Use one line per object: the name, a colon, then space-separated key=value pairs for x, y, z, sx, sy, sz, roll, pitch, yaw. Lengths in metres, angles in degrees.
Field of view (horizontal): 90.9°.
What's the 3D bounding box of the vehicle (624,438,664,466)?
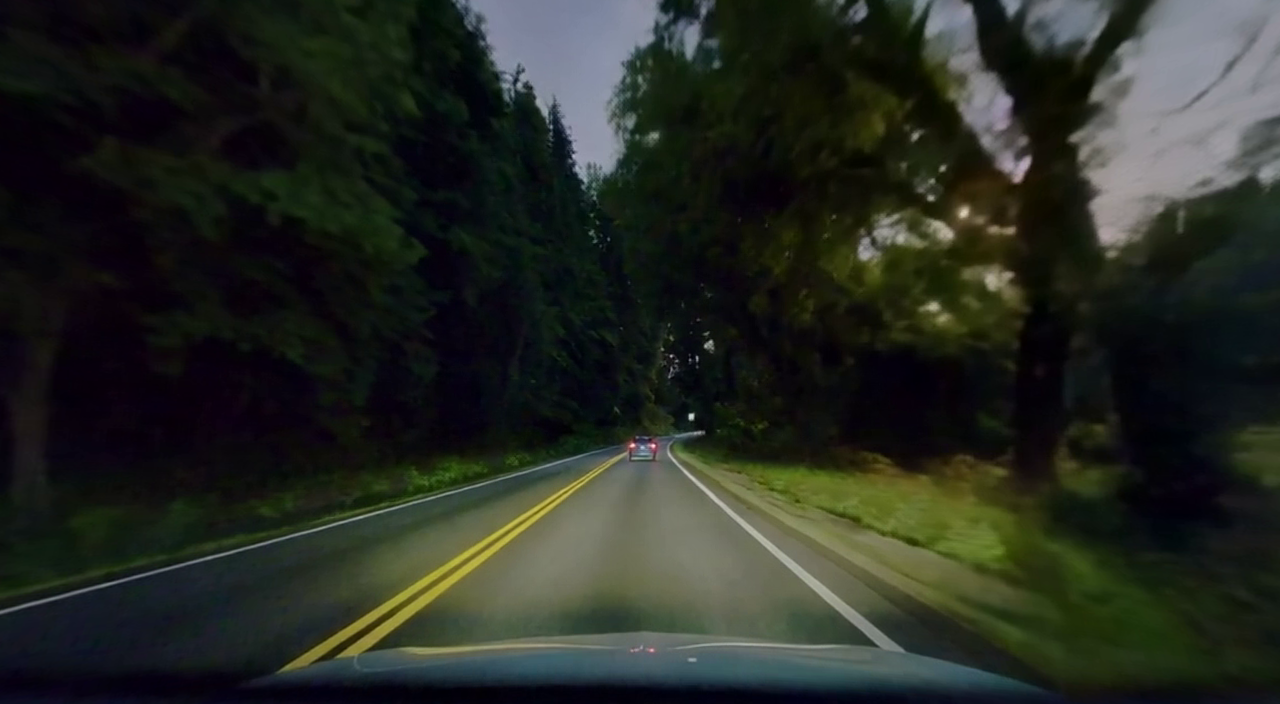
vehicle: x=0.241 y=5.733 z=36.446 sx=2.120 sy=1.491 sz=4.349 roll=0 pitch=-8 yaw=1
